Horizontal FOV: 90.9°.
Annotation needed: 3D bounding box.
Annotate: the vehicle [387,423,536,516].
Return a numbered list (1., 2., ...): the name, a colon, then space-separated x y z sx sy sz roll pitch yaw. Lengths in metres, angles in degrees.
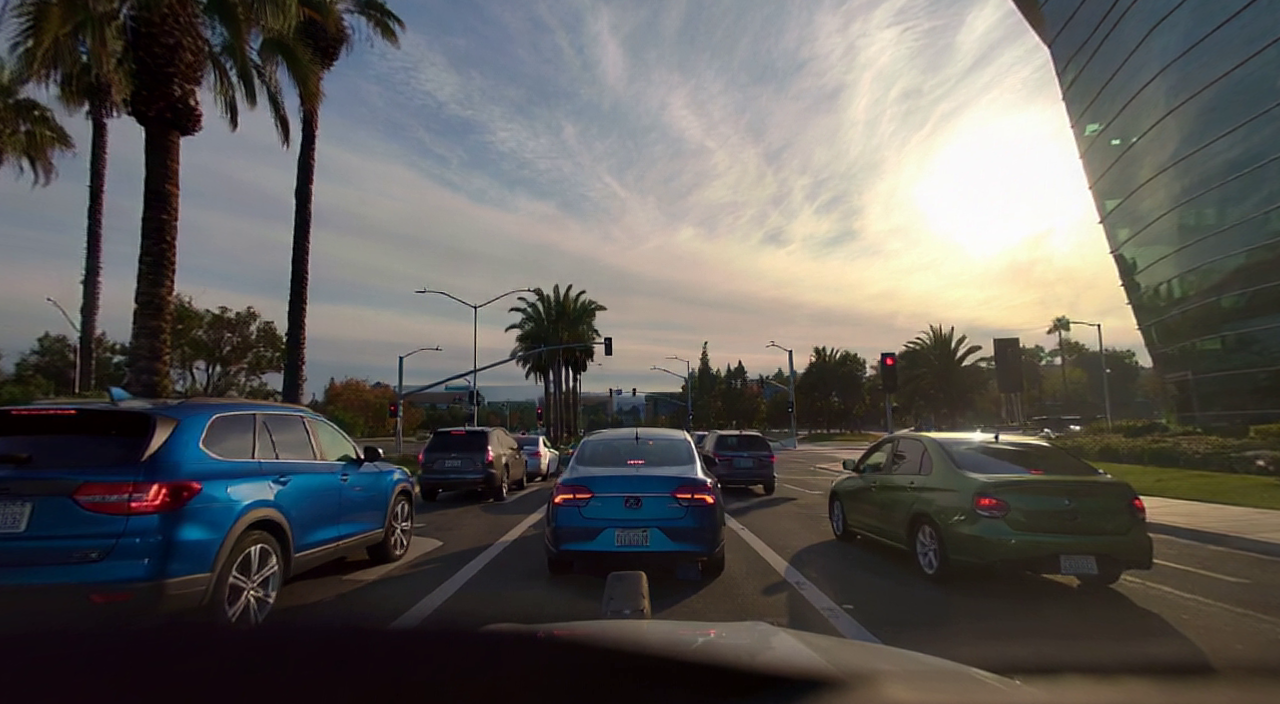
1. vehicle: -3.467 2.357 13.077 1.917 1.631 3.768 0 -8 1

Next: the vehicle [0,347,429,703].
1. vehicle: -3.542 1.173 5.354 2.014 1.775 4.404 0 -8 -1

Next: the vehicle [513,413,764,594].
1. vehicle: -0.055 1.663 7.819 2.219 1.586 4.321 0 -8 -1

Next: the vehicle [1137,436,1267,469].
1. vehicle: 25.446 4.546 28.654 4.014 1.417 1.777 -1 -8 5

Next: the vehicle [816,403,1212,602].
1. vehicle: 3.835 1.618 7.688 2.064 1.696 4.431 0 -8 0
